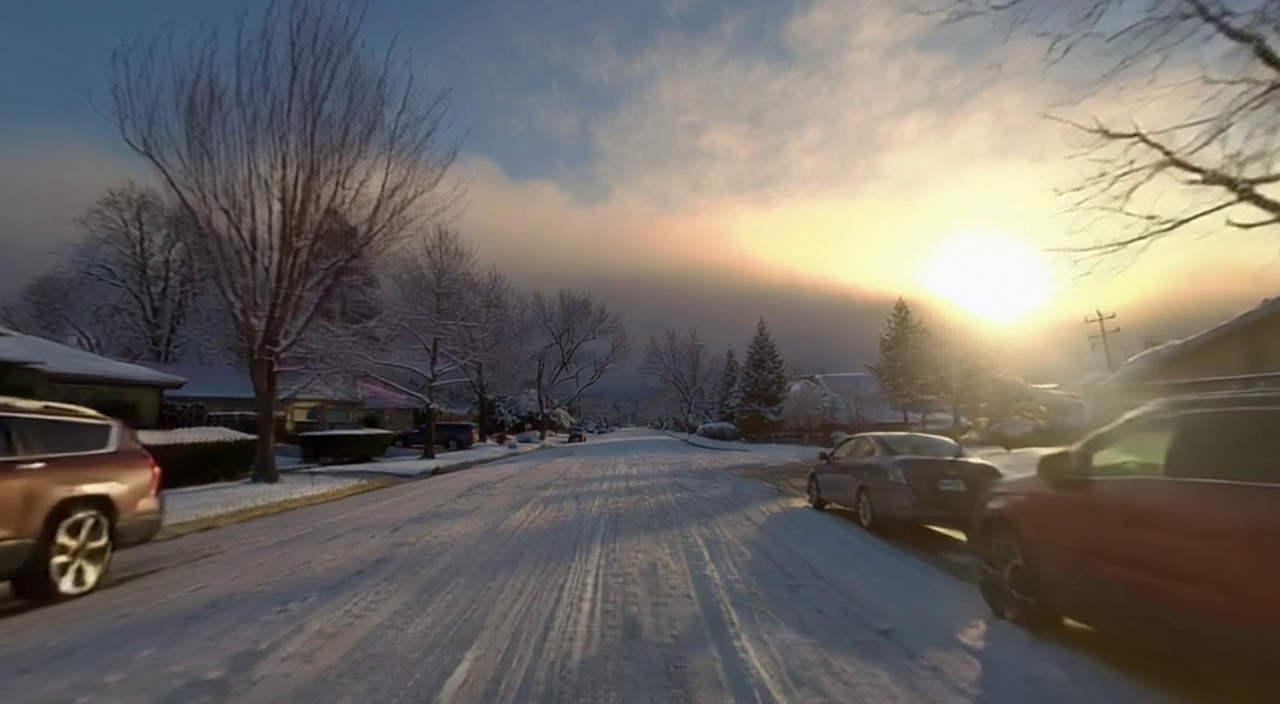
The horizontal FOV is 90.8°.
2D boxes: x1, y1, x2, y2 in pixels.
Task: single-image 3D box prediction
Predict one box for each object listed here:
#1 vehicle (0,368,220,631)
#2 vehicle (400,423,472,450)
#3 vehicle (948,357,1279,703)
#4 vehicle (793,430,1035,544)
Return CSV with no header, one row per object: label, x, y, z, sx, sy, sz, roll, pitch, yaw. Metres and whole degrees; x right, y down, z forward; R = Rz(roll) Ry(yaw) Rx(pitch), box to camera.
vehicle,-5.932,1.062,4.299,2.322,1.949,5.695,-1,-8,-1
vehicle,-13.023,5.428,40.552,3.921,1.629,1.832,0,-9,3
vehicle,3.789,0.965,3.303,2.033,1.730,4.554,0,-8,0
vehicle,4.063,2.032,10.394,1.952,1.442,4.529,0,-7,0
